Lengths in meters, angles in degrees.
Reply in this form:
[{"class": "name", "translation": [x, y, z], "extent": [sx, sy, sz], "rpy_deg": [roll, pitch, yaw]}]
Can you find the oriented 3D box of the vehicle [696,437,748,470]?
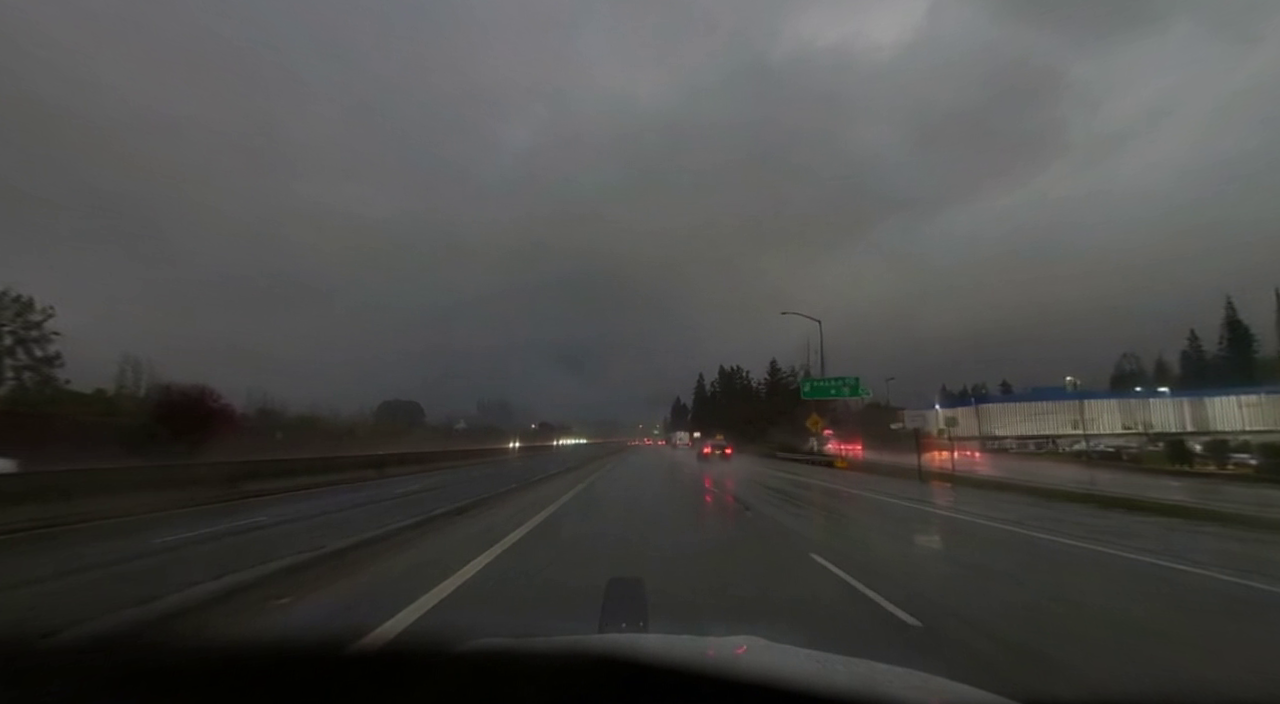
[{"class": "vehicle", "translation": [4.066, 5.107, 31.851], "extent": [2.062, 1.518, 4.026], "rpy_deg": [0, -8, -1]}]
